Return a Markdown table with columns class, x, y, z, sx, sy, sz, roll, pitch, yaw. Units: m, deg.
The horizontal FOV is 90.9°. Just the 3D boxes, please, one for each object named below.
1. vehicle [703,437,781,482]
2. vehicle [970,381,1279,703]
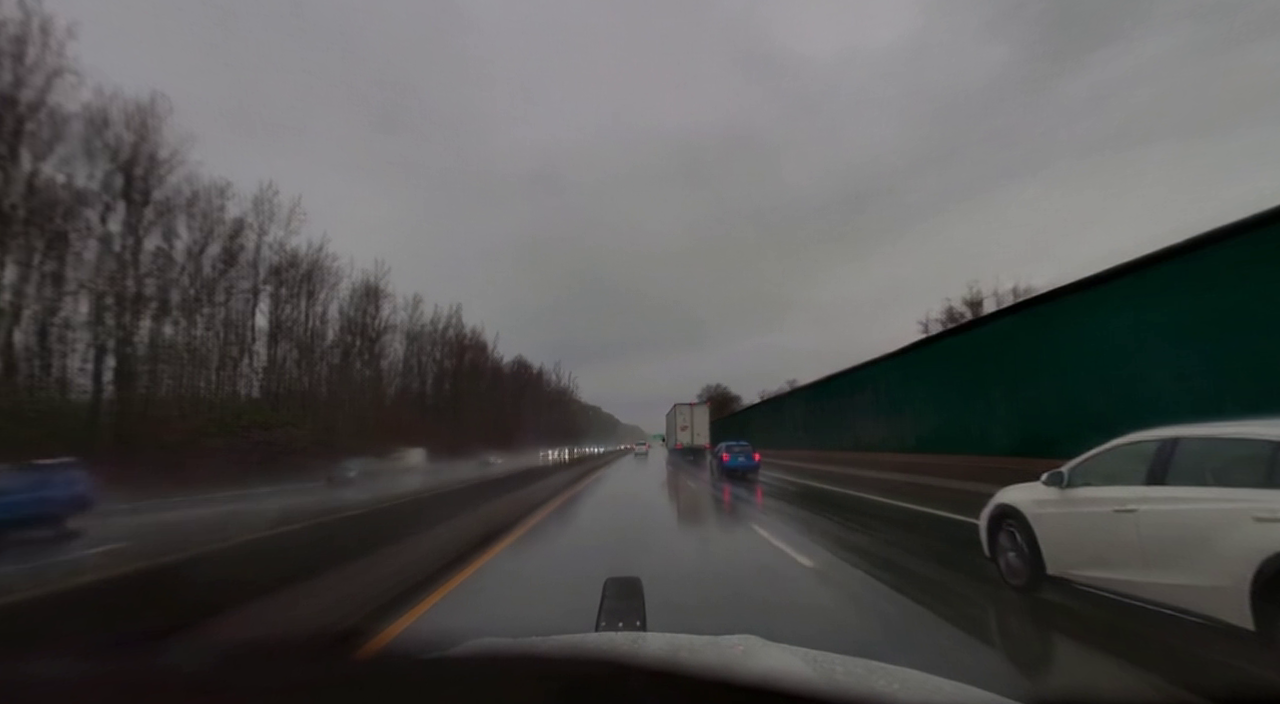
| class | x | y | z | sx | sy | sz | roll | pitch | yaw |
| --- | --- | --- | --- | --- | --- | --- | --- | --- | --- |
| vehicle | 3.625 | 3.912 | 23.216 | 2.000 | 1.473 | 4.440 | 0 | -8 | -2 |
| vehicle | 4.012 | 1.005 | 3.617 | 1.940 | 1.539 | 4.005 | 1 | -8 | -2 |
